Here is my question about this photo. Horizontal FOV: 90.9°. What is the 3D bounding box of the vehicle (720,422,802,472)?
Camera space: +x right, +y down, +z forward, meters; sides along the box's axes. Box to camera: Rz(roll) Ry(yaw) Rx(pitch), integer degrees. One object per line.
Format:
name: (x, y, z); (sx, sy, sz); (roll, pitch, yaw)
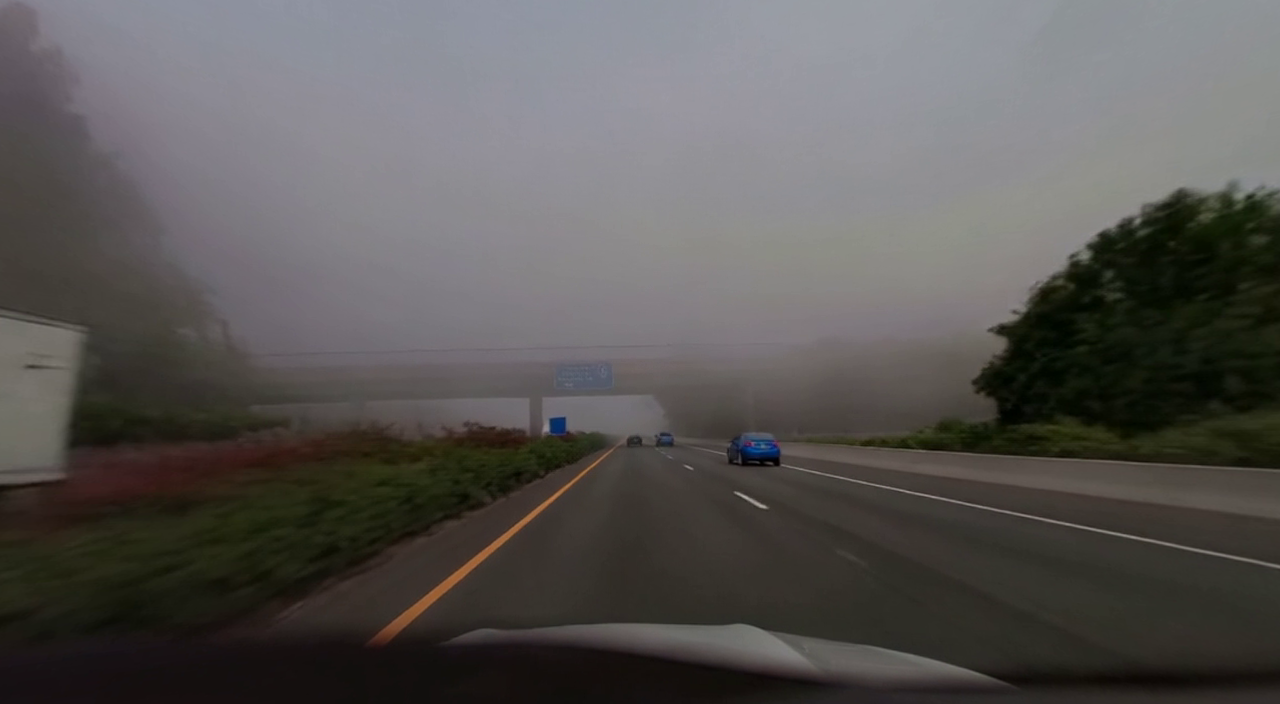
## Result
vehicle: (4.310, 3.473, 23.165); (2.073, 1.651, 4.065); (0, -8, -2)
